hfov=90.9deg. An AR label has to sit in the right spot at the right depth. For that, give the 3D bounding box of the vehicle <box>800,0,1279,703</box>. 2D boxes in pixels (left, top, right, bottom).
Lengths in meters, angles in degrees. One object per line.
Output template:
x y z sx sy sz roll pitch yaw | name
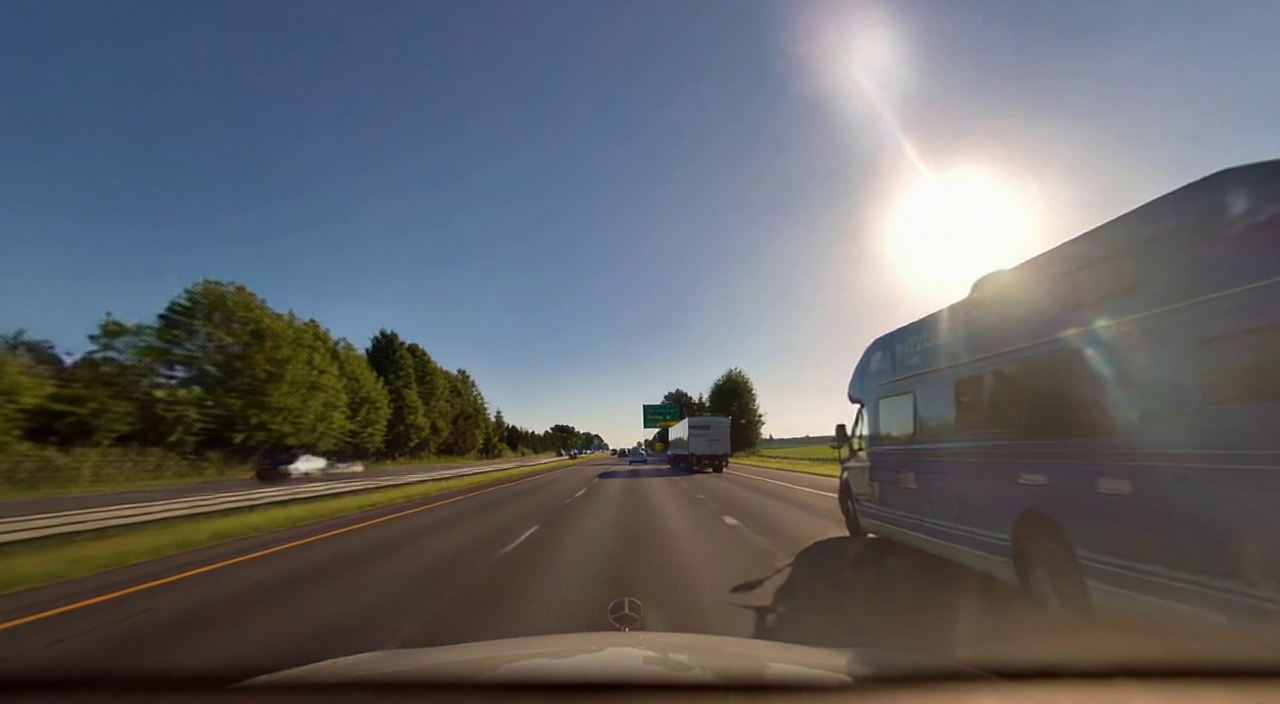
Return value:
3.648 0.495 4.934 2.698 3.001 7.323 0 -9 -1 | vehicle

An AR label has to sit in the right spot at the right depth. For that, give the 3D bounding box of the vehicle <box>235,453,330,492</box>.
-15.431 5.192 27.458 1.767 1.499 3.962 0 -9 0 | vehicle

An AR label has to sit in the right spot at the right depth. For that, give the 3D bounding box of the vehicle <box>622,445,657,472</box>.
-0.036 6.997 41.600 2.151 1.678 3.923 0 -9 0 | vehicle

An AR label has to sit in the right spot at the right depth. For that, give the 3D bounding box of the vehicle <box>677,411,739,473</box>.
4.106 5.782 40.153 2.931 3.530 8.760 0 -9 -1 | vehicle
